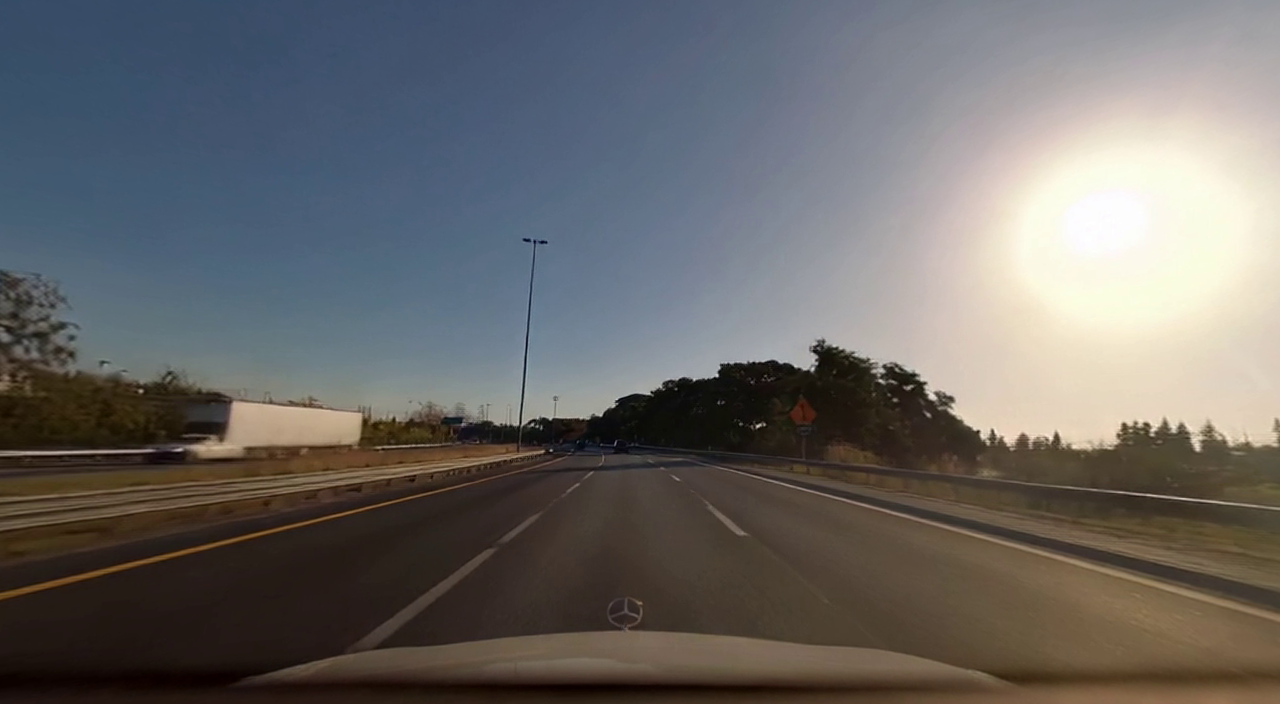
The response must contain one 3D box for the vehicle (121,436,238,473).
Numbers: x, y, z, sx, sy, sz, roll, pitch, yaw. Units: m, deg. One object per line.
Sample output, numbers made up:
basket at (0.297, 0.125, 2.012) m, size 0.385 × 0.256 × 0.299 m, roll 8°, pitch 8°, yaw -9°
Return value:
vehicle at (-20.387, 4.562, 28.085) m, size 1.874 × 1.478 × 4.507 m, roll 0°, pitch -8°, yaw -1°
